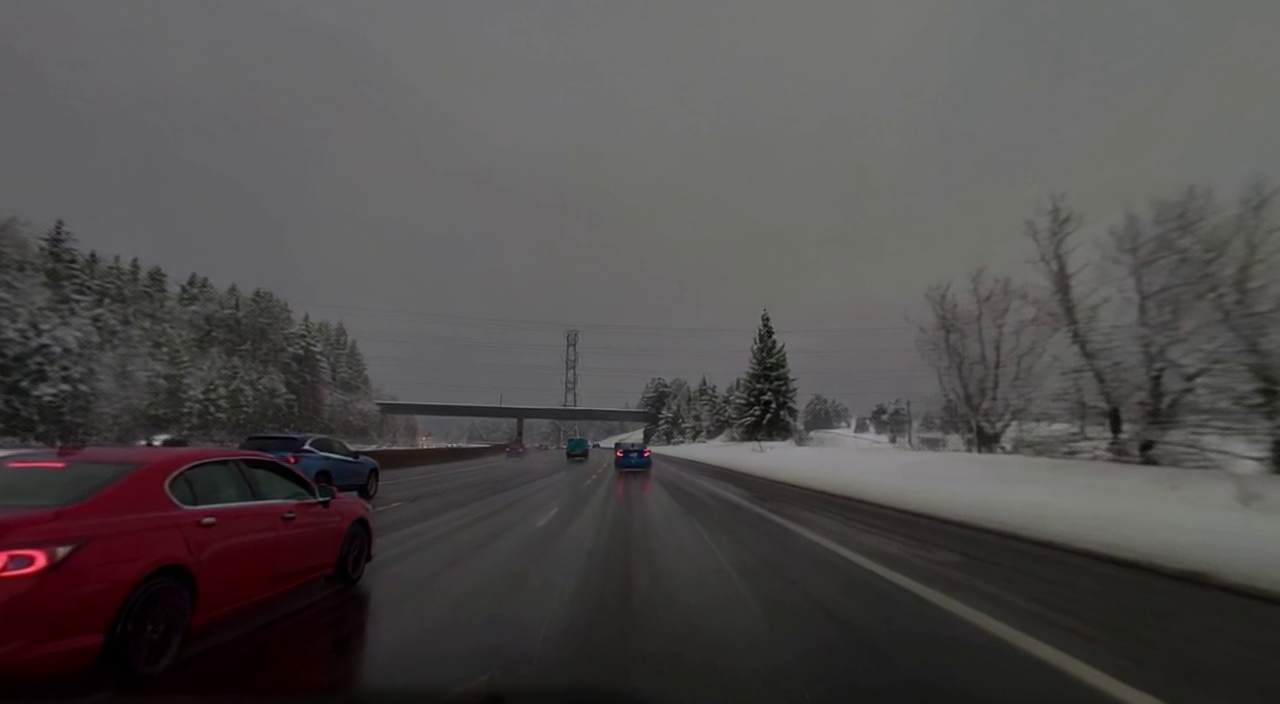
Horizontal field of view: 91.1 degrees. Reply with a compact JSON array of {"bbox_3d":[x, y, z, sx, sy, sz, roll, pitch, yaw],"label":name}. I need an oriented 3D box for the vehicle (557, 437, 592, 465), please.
[{"bbox_3d":[-4.411,6.748,42.960,2.174,1.806,3.932,1,-9,-3],"label":"vehicle"}]

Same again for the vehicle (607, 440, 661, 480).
[{"bbox_3d":[-0.288,4.260,25.002,1.954,1.460,3.983,1,-9,-2],"label":"vehicle"}]

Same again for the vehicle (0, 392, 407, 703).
[{"bbox_3d":[-3.630,1.233,4.604,2.035,1.514,4.600,0,-9,0],"label":"vehicle"}]
